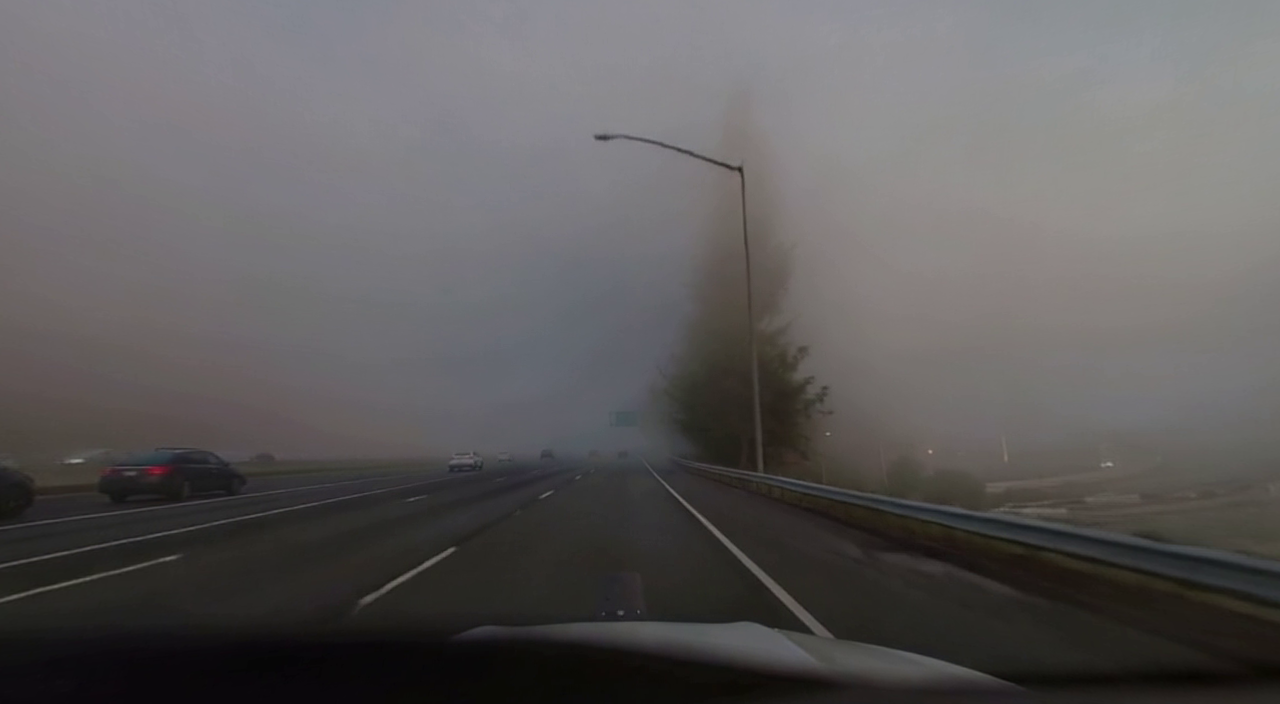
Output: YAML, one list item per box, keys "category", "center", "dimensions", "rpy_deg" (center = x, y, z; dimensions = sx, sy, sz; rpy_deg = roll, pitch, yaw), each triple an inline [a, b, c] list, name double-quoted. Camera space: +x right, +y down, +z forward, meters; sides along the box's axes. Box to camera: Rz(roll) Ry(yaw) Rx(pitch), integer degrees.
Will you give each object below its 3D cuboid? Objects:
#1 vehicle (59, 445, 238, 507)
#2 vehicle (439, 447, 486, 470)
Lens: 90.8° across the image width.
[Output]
- category: "vehicle"
  center: [-13.956, 3.495, 18.371]
  dimensions: [1.829, 1.520, 4.505]
  rpy_deg: [0, -8, -4]
- category: "vehicle"
  center: [-12.508, 7.511, 44.741]
  dimensions: [2.271, 1.537, 4.029]
  rpy_deg: [0, -8, -3]
